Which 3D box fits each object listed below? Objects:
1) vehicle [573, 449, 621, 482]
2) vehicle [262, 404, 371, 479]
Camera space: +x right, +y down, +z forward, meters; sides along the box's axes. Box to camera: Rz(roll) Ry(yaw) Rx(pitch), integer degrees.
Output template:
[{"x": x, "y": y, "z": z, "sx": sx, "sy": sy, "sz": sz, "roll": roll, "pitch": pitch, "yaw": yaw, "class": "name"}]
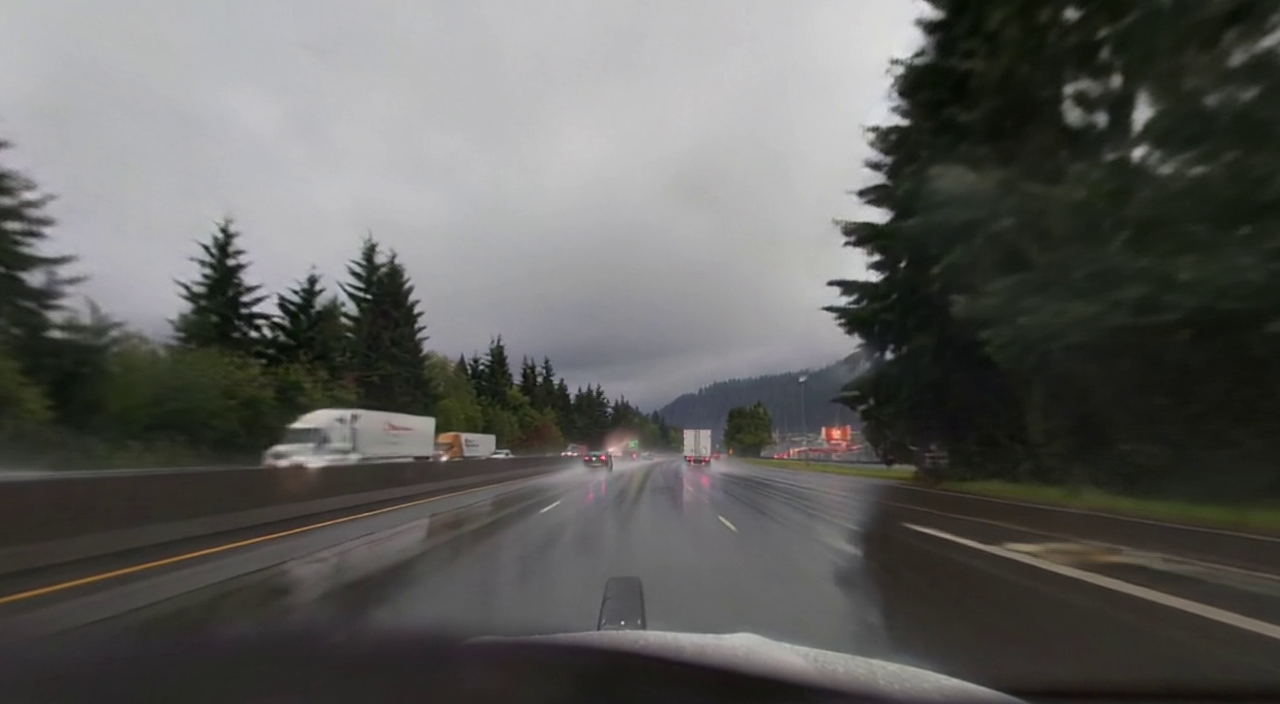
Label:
[{"x": -2.096, "y": 5.704, "z": 31.842, "sx": 2.035, "sy": 1.513, "sz": 4.272, "roll": 0, "pitch": -9, "yaw": 1, "class": "vehicle"}, {"x": -18.357, "y": 5.181, "z": 36.249, "sx": 2.990, "sy": 3.877, "sz": 5.797, "roll": 0, "pitch": -9, "yaw": 1, "class": "vehicle"}]
